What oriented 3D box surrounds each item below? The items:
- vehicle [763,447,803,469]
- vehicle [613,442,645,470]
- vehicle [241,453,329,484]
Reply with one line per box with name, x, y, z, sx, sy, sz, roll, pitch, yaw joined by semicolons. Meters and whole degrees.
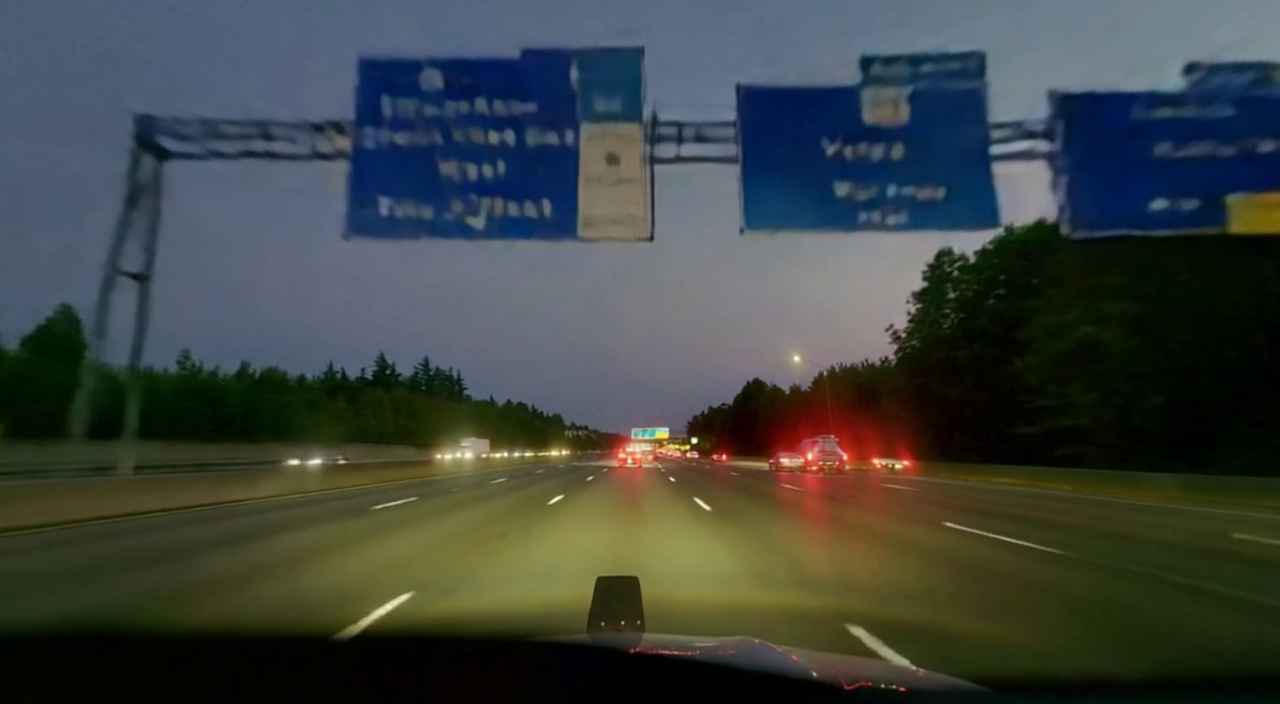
vehicle;10.872;8.109;48.218;1.989;1.591;4.348;0;-9;-1
vehicle;-0.763;7.333;44.360;2.167;1.847;4.097;0;-9;-1
vehicle;-18.602;6.090;33.295;1.988;1.511;4.496;0;-9;0
